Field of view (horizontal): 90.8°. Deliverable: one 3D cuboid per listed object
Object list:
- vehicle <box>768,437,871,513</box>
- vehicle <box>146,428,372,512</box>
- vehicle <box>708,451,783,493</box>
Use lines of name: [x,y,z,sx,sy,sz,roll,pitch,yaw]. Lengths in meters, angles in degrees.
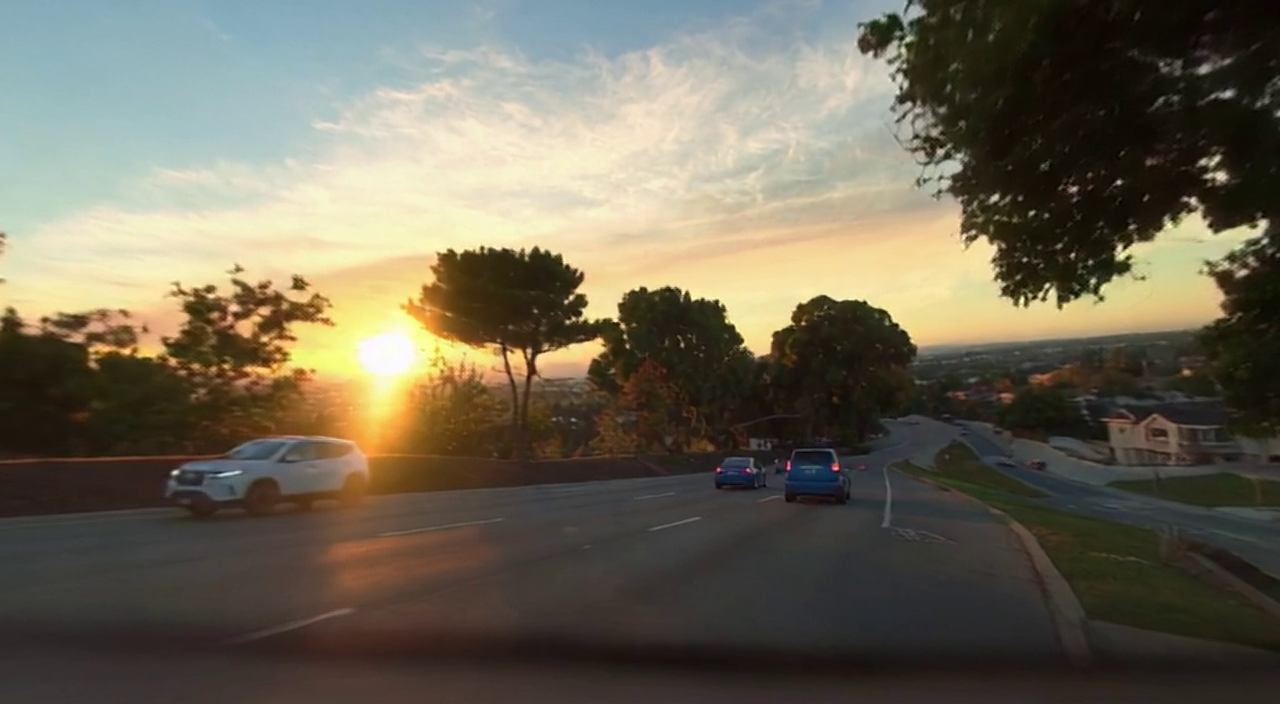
vehicle: [5.209,3.370,17.926,2.125,1.830,4.370,-4,-9,24]
vehicle: [-9.496,2.940,16.272,1.973,1.826,4.538,-4,-9,25]
vehicle: [4.648,5.081,27.230,2.123,1.592,4.505,-4,-9,23]
